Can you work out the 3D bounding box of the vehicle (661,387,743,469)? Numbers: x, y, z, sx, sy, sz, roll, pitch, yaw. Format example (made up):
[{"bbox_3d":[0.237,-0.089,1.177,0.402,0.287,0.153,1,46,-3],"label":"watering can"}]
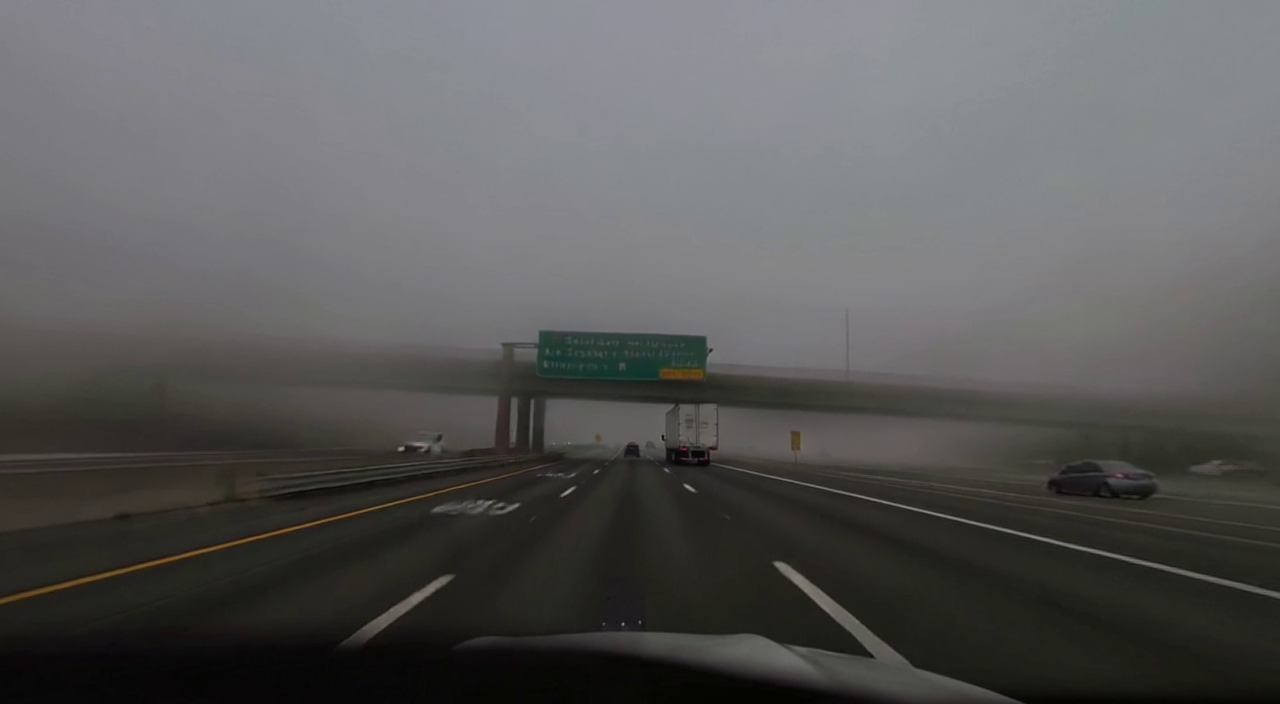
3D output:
[{"bbox_3d":[3.510,5.048,40.253,3.323,4.262,14.056,0,-9,-2],"label":"vehicle"}]

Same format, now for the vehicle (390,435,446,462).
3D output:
[{"bbox_3d":[-12.352,5.394,35.308,1.788,1.438,3.945,0,-9,-1],"label":"vehicle"}]
